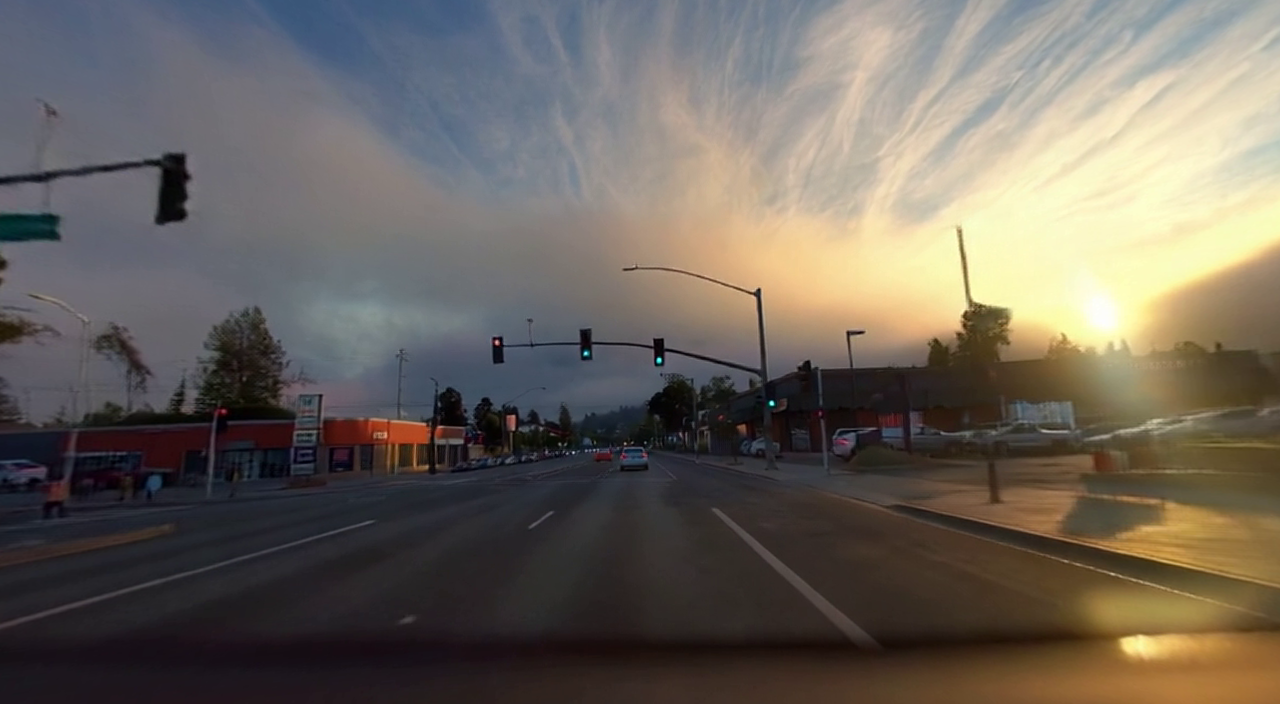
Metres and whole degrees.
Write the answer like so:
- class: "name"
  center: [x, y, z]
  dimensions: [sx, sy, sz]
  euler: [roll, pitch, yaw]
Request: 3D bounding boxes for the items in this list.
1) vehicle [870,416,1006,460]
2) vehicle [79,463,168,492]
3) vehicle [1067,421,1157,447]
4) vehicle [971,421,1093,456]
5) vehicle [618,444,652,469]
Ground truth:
- class: "vehicle"
  center: [12.926, 3.777, 27.653]
  dimensions: [4.852, 1.805, 2.155]
  euler: [0, -9, -2]
- class: "vehicle"
  center: [-39.933, 9.676, 49.043]
  dimensions: [2.004, 1.945, 5.069]
  euler: [-2, -9, 11]
- class: "vehicle"
  center: [30.716, 5.392, 41.179]
  dimensions: [4.257, 1.626, 2.034]
  euler: [0, -9, -3]
- class: "vehicle"
  center: [18.728, 4.156, 30.350]
  dimensions: [4.586, 1.623, 1.861]
  euler: [0, -8, -1]
- class: "vehicle"
  center: [-0.345, 6.512, 39.381]
  dimensions: [1.977, 1.451, 4.032]
  euler: [0, -9, -1]
